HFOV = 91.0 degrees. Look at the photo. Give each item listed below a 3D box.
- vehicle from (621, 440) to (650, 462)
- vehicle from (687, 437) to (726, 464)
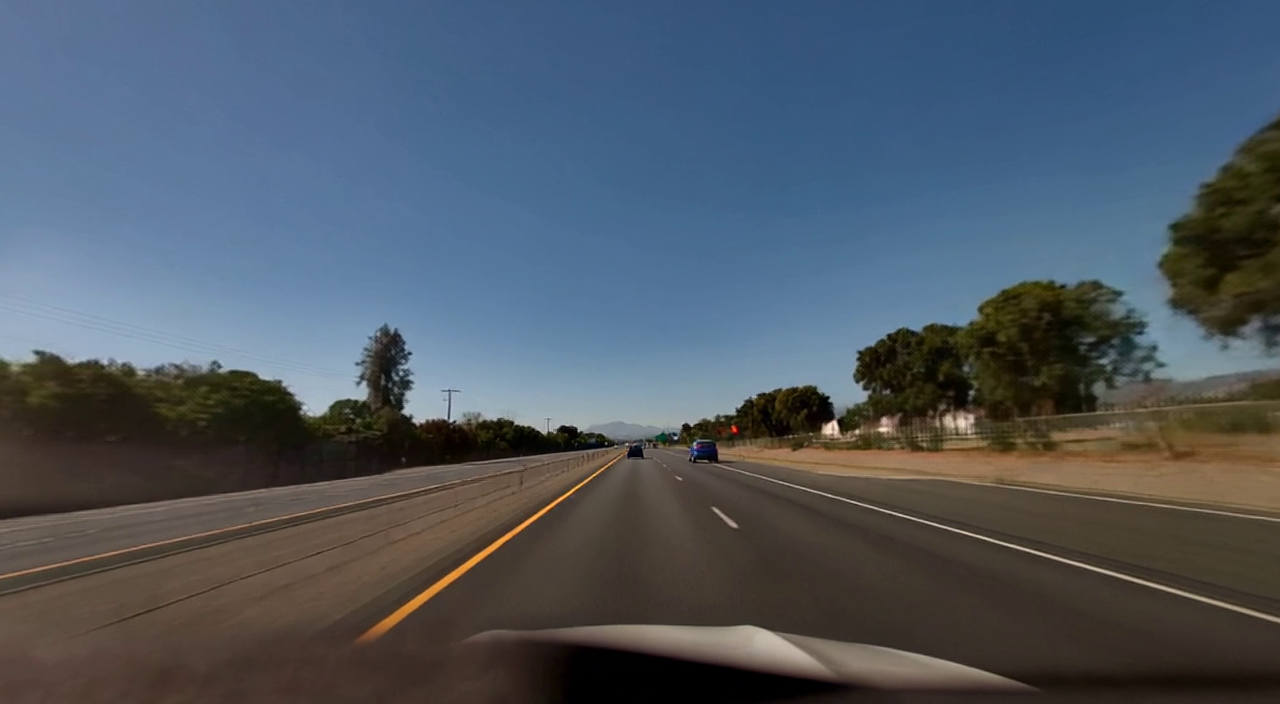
[{"bbox_3d":[-0.279,7.288,46.504,2.009,1.554,4.013,0,-8,1],"label":"vehicle"},{"bbox_3d":[4.157,6.264,39.993,2.037,1.609,4.036,0,-8,0],"label":"vehicle"}]
